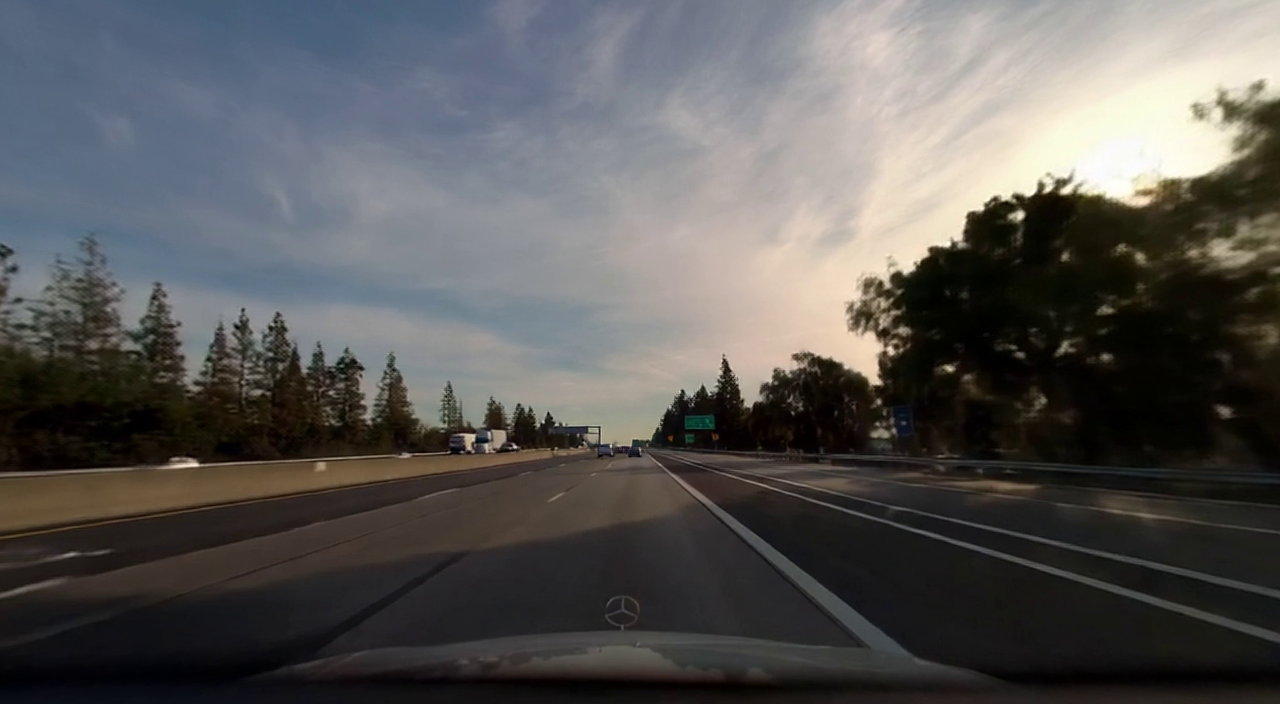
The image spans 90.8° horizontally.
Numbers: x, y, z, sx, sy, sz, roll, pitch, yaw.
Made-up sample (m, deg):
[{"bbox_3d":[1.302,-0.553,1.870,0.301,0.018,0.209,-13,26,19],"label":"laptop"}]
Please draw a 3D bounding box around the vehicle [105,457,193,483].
[{"bbox_3d":[-31.116,7.476,40.156,2.025,1.453,4.511,0,-9,-1],"label":"vehicle"}]
